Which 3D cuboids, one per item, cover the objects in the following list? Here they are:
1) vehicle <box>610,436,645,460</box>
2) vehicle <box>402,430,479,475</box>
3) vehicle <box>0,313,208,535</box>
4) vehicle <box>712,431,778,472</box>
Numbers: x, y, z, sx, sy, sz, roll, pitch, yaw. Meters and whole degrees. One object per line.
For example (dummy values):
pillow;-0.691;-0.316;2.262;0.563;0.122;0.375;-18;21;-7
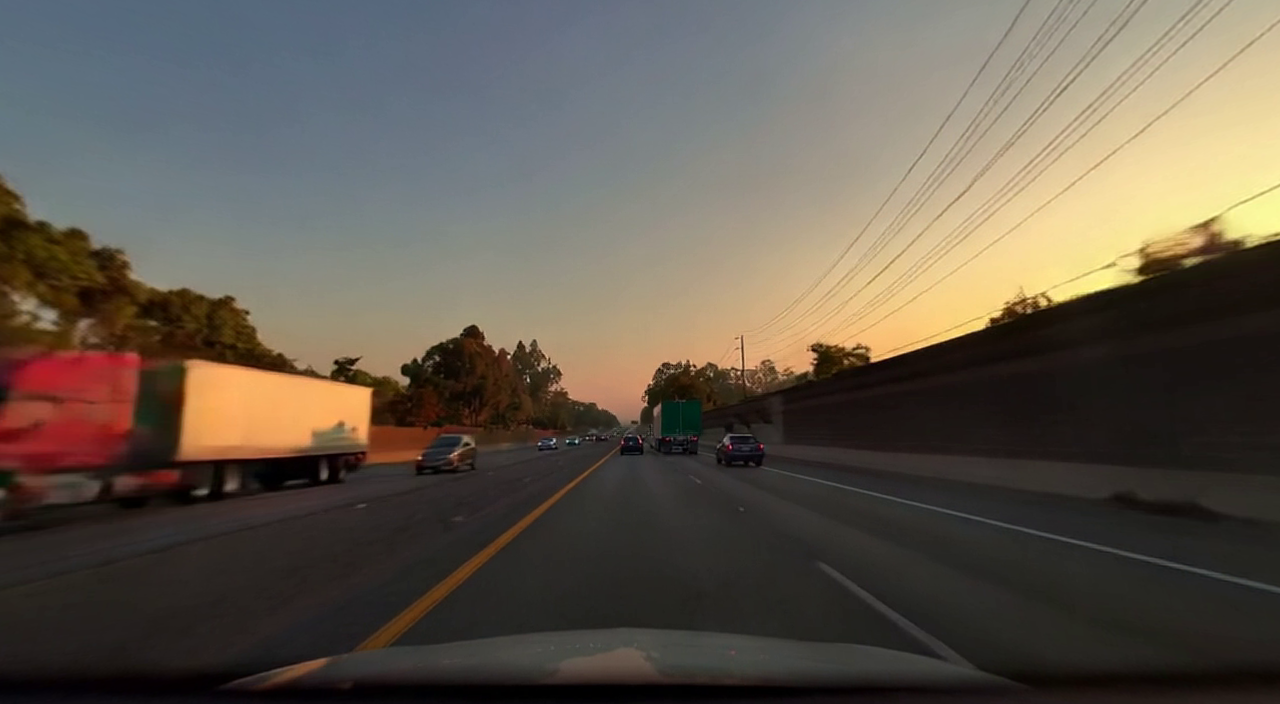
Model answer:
vehicle;-0.815;6.128;40.521;2.163;1.466;3.693;0;-8;-1
vehicle;-9.583;4.845;30.687;2.237;2.004;4.746;0;-8;-1
vehicle;-13.580;1.690;14.386;3.005;4.138;6.065;0;-8;-1
vehicle;4.270;4.105;26.269;1.930;1.573;3.853;0;-8;-2
